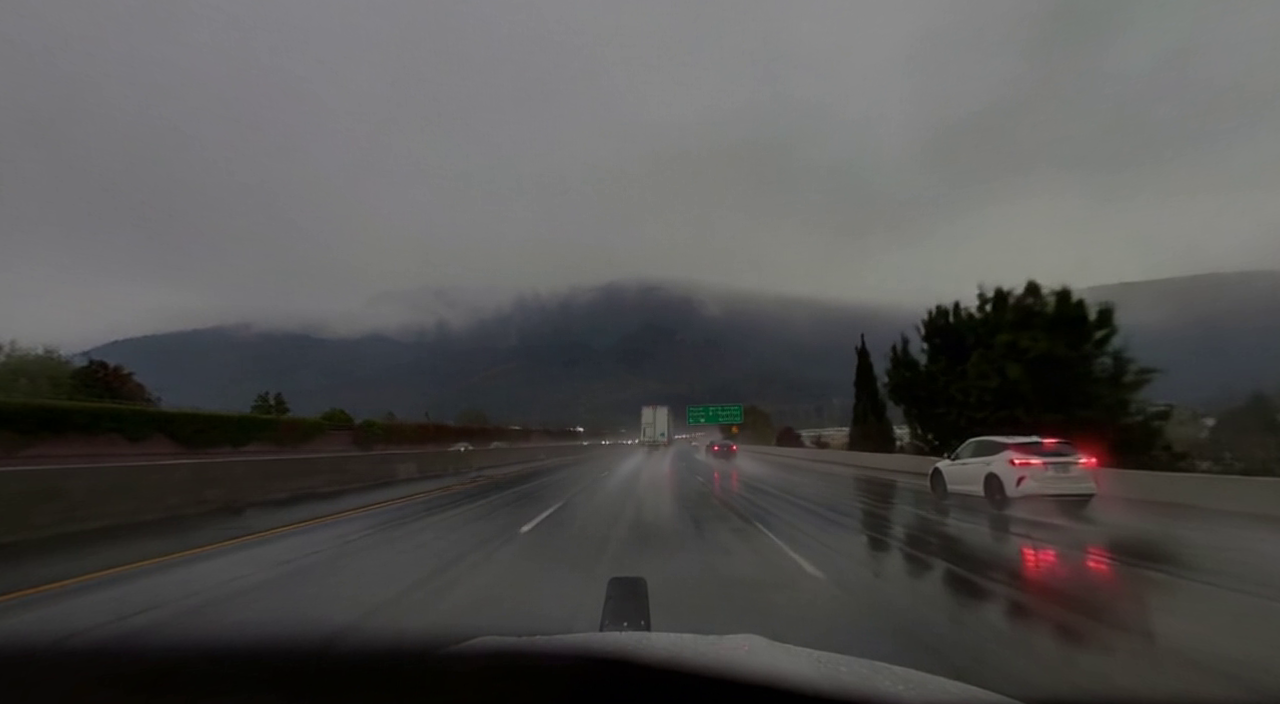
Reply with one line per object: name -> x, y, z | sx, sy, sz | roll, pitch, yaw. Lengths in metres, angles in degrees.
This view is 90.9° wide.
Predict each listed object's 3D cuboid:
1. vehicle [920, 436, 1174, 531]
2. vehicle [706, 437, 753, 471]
vehicle -> 7.237, 2.347, 11.881 | 1.982, 1.440, 4.171 | 0, -8, 0
vehicle -> 4.565, 5.272, 32.744 | 1.880, 1.624, 3.941 | 0, -8, 0
